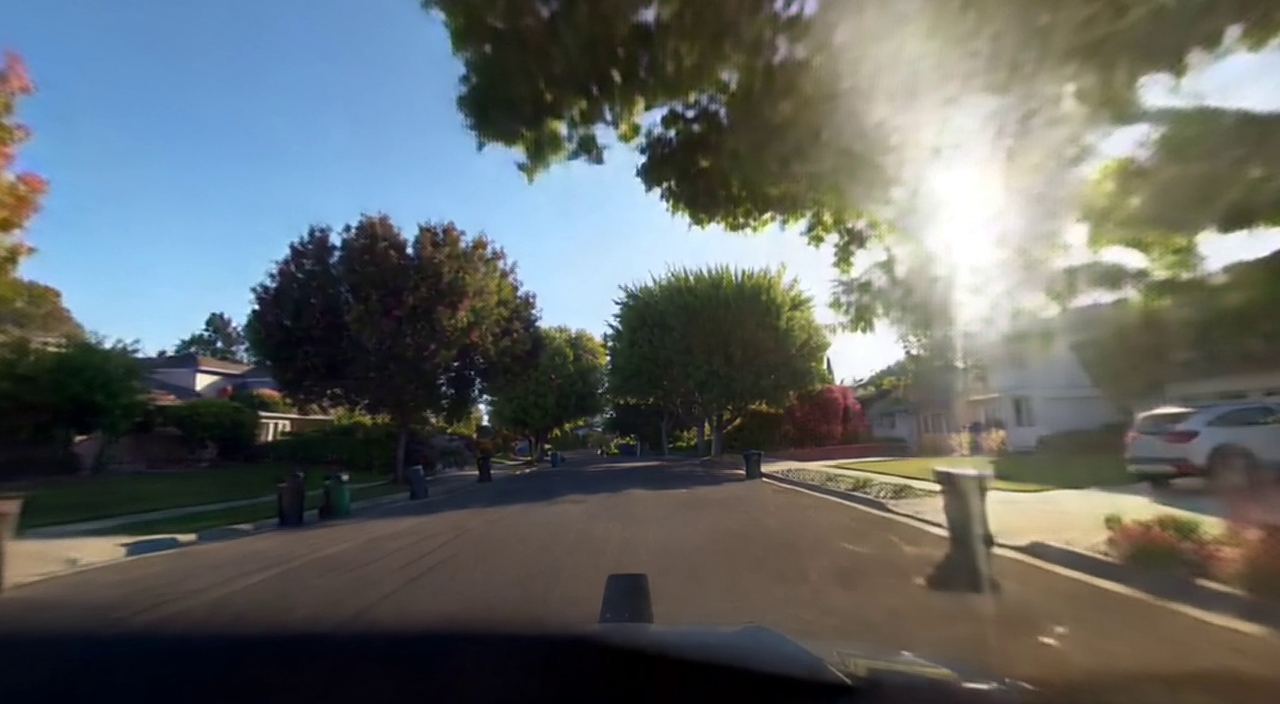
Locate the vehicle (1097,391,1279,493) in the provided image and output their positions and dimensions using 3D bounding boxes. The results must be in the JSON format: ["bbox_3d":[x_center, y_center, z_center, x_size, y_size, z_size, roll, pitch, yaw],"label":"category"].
[{"bbox_3d":[12.293,1.839,12.804,4.581,1.853,2.024,2,-8,-7],"label":"vehicle"}]
